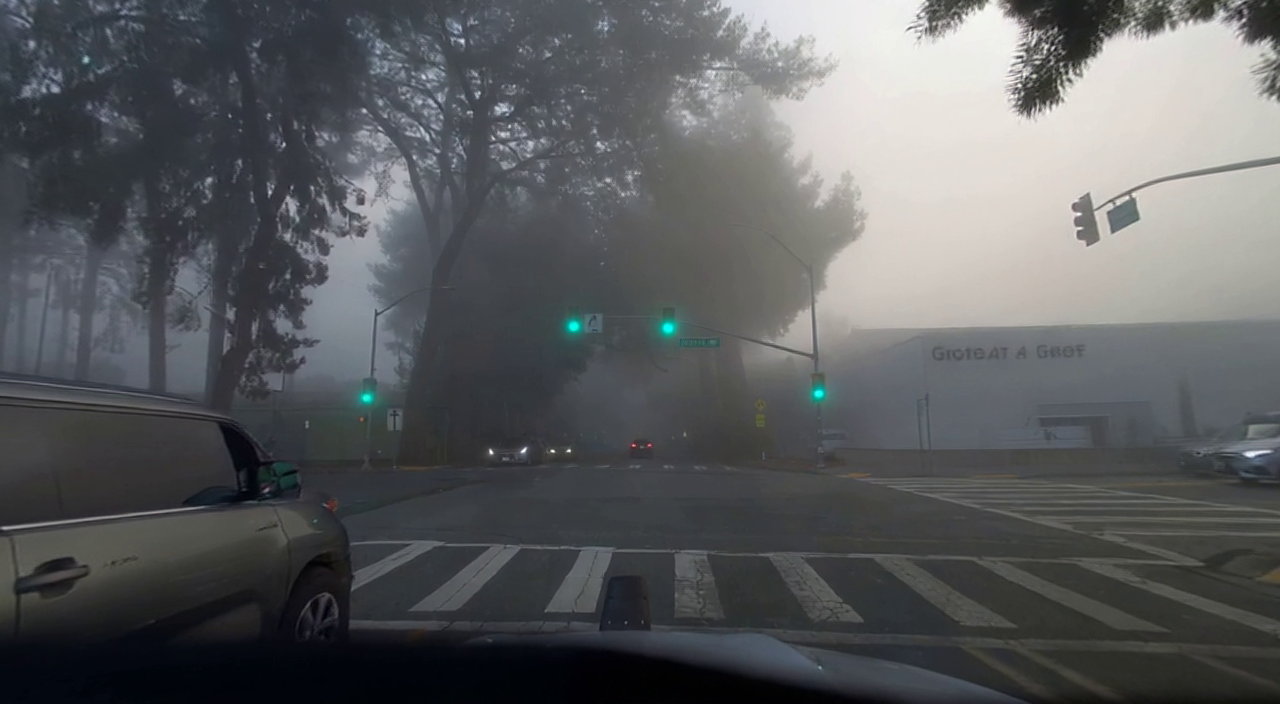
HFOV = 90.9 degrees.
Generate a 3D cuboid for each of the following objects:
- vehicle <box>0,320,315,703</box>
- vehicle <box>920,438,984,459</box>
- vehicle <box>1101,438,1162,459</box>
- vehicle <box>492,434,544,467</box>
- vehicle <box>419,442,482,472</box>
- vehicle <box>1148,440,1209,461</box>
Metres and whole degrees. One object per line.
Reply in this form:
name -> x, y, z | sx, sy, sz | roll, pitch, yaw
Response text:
vehicle -> -3.476, 0.786, 2.492 | 2.000, 1.789, 4.638 | 0, -8, -2
vehicle -> 21.468, 6.644, 43.400 | 3.576, 1.425, 1.702 | 2, -8, -11
vehicle -> 38.476, 7.552, 49.503 | 1.837, 1.514, 4.786 | -2, -9, 13
vehicle -> -7.168, 5.854, 37.464 | 2.081, 1.818, 4.782 | 0, -8, 1
vehicle -> -10.638, 5.911, 35.716 | 2.041, 1.548, 4.868 | 0, -8, 0
vehicle -> 41.151, 7.560, 48.266 | 1.767, 1.456, 4.191 | -4, -11, 15
